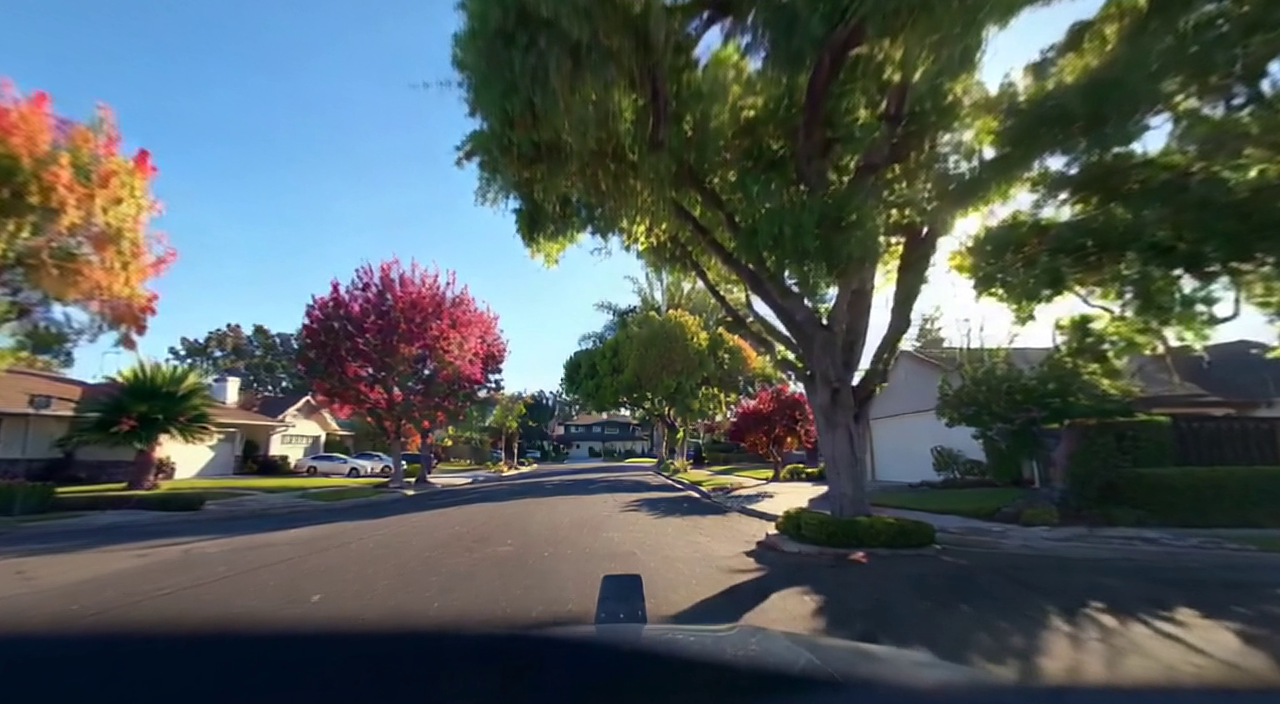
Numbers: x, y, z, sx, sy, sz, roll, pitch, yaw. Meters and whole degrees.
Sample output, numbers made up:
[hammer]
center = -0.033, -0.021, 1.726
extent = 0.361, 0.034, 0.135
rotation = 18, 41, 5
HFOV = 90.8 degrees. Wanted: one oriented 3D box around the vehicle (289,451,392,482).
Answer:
[vehicle]
center = -15.757, 6.036, 33.431
extent = 4.358, 1.516, 2.077
rotation = 1, -9, -4
